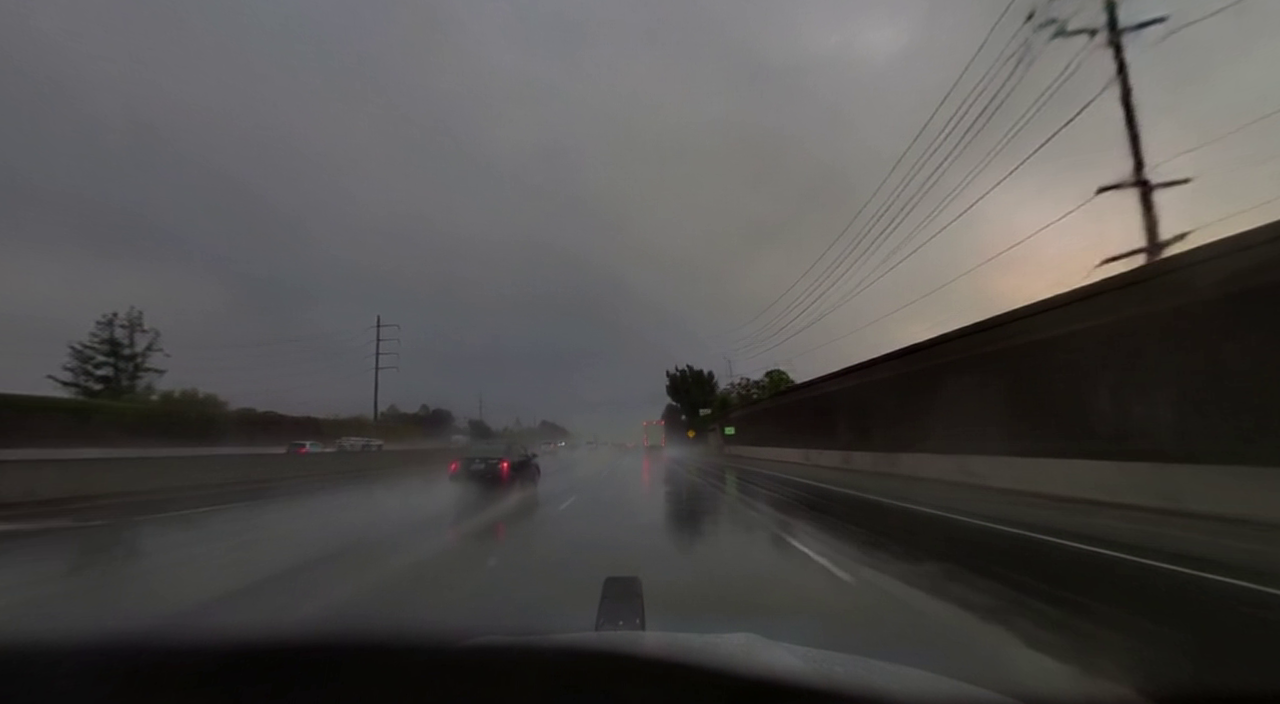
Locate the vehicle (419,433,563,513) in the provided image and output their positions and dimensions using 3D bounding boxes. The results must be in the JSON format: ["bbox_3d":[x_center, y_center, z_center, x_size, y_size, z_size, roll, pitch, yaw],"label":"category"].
[{"bbox_3d":[-3.205,2.730,14.740,2.045,1.532,4.954,0,-9,1],"label":"vehicle"}]

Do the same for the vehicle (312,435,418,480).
[{"bbox_3d":[-10.838,4.197,25.273,2.058,1.621,4.739,0,-9,1],"label":"vehicle"}]

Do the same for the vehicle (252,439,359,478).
[{"bbox_3d":[-14.547,4.654,27.772,2.039,1.516,4.780,0,-9,1],"label":"vehicle"}]

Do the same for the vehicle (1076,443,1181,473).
[{"bbox_3d":[25.901,5.617,33.617,1.818,1.470,4.404,1,-9,-6],"label":"vehicle"}]
